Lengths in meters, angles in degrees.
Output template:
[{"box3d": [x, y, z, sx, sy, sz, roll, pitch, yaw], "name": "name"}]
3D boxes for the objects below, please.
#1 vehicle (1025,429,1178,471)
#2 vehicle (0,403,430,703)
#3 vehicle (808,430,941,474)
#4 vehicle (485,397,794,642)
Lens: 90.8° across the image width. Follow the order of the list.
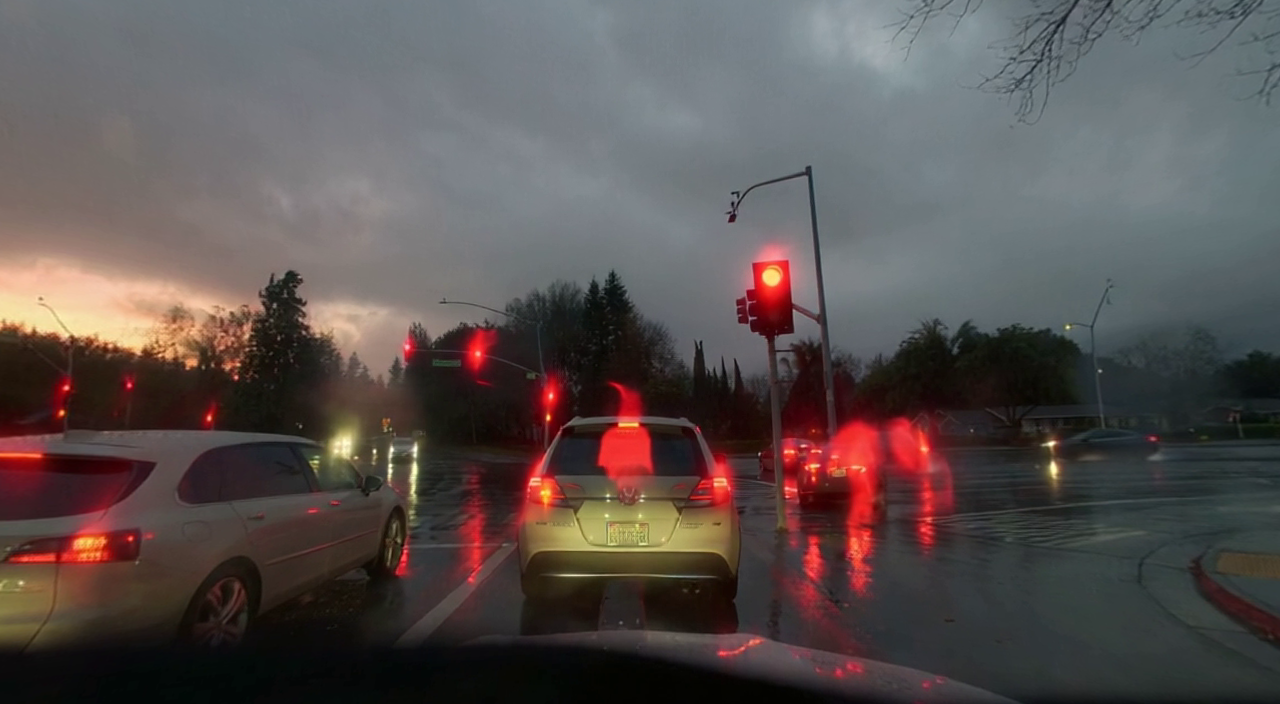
[{"box3d": [18.931, 4.040, 26.120, 4.670, 1.616, 1.926, -1, -9, 6], "name": "vehicle"}, {"box3d": [-3.297, 1.275, 4.713, 2.035, 1.492, 4.415, 0, -9, -2], "name": "vehicle"}, {"box3d": [9.917, 4.284, 27.100, 4.887, 1.769, 2.035, -1, -9, 6], "name": "vehicle"}, {"box3d": [-0.149, 1.471, 6.563, 2.154, 1.670, 4.140, 1, -9, -5], "name": "vehicle"}]
